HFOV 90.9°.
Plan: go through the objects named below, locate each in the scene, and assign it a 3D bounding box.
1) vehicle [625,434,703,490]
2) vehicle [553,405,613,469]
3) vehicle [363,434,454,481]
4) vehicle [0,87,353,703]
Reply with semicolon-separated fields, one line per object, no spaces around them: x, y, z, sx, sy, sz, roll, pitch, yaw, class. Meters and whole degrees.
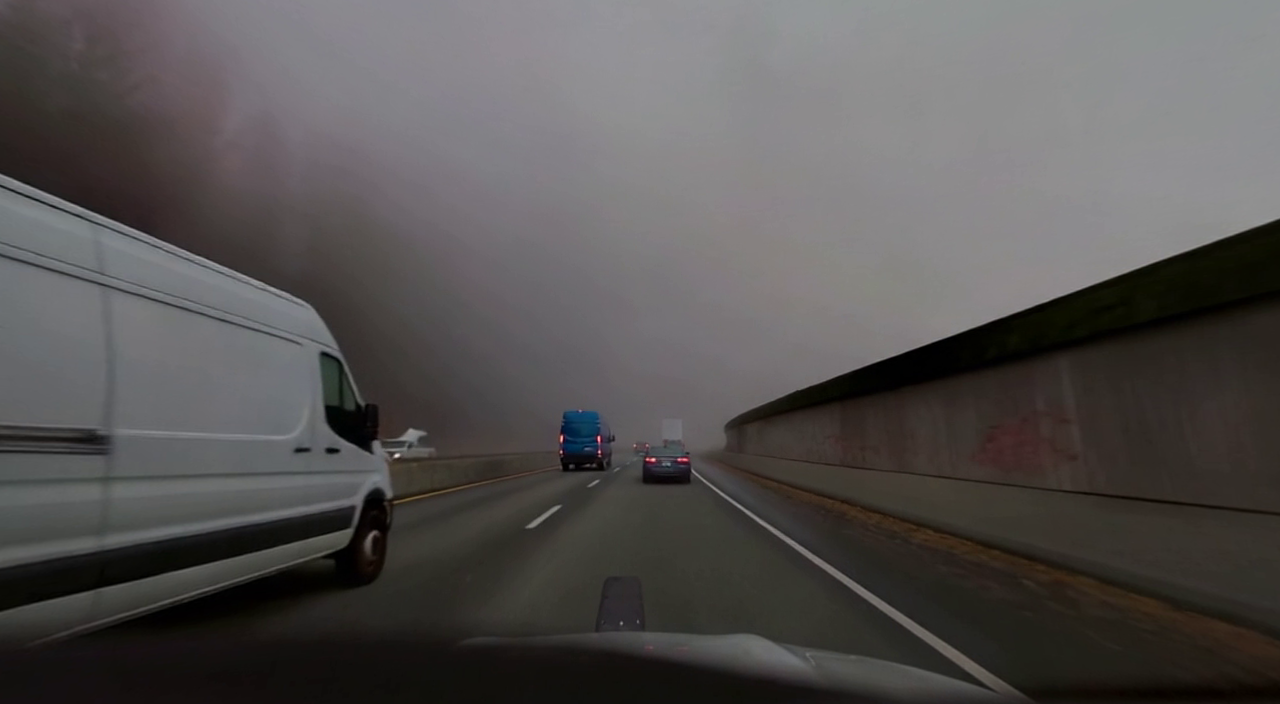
0.670;3.229;18.882;2.071;1.487;3.948;0;-8;1;vehicle
-2.612;4.101;30.217;2.334;2.769;5.087;0;-8;0;vehicle
-13.712;6.283;38.047;2.517;2.513;7.177;0;-8;2;vehicle
-3.401;0.301;2.226;2.185;2.503;5.477;0;-8;-1;vehicle
